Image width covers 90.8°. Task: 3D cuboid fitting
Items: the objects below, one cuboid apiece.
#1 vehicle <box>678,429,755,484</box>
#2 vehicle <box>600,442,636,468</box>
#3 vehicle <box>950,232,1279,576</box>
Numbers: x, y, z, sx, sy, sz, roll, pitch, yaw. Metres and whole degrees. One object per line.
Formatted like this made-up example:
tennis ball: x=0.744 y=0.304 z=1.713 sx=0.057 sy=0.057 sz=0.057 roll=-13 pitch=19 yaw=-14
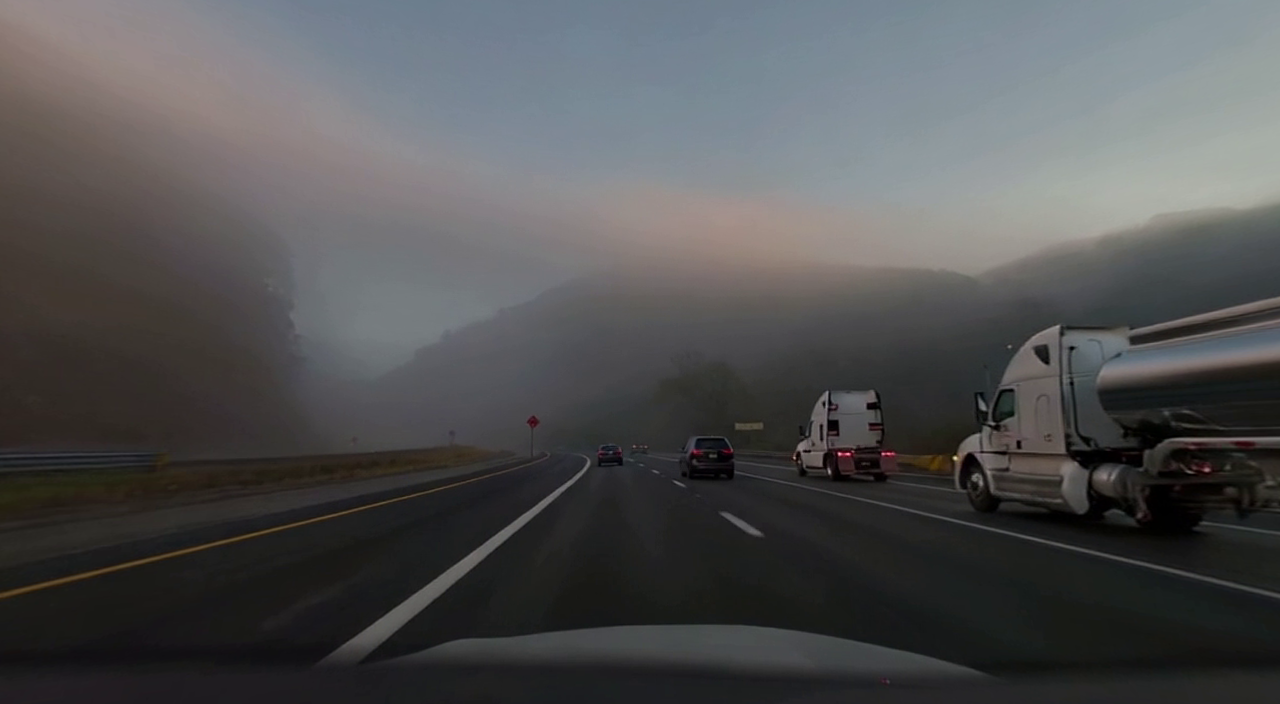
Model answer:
vehicle: x=2.688 y=3.825 z=23.359 sx=2.098 sy=1.794 sz=4.561 roll=0 pitch=-9 yaw=-3
vehicle: x=-1.380 y=6.188 z=38.082 sx=2.083 sy=1.477 sz=3.965 roll=0 pitch=-9 yaw=-3
vehicle: x=7.442 y=0.661 z=7.097 sx=2.805 sy=3.212 sz=9.978 roll=0 pitch=-9 yaw=0
